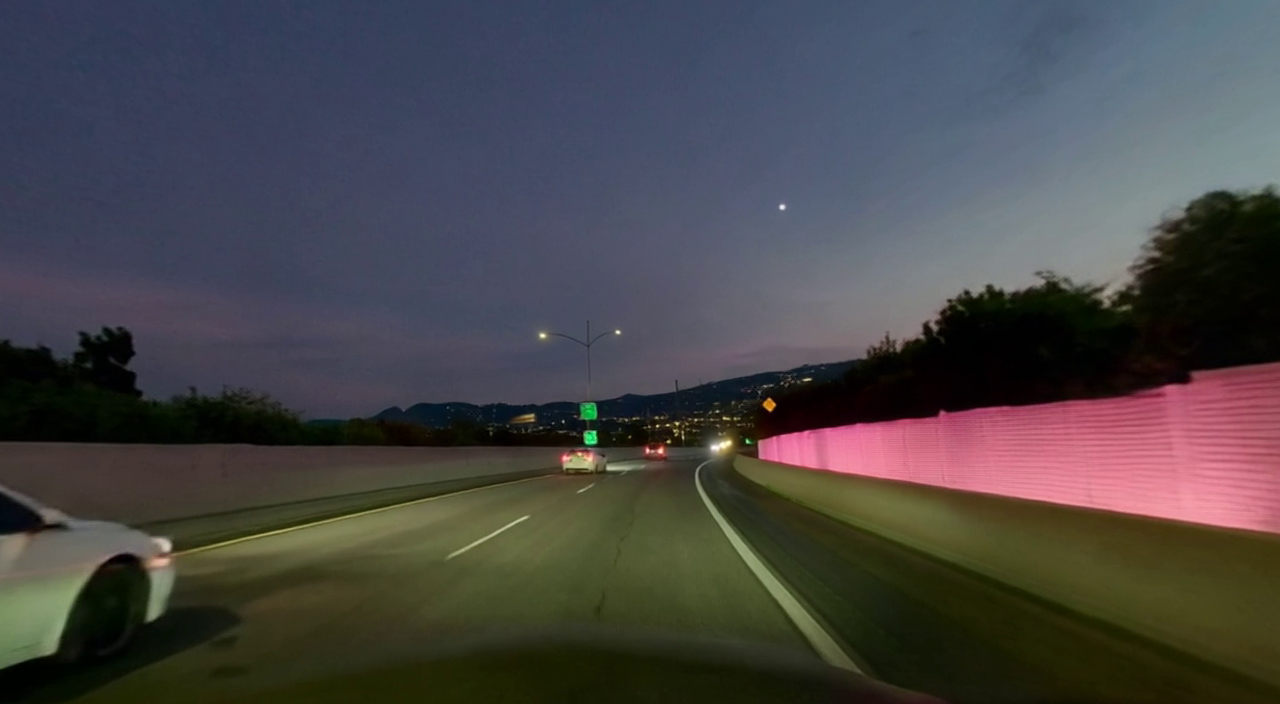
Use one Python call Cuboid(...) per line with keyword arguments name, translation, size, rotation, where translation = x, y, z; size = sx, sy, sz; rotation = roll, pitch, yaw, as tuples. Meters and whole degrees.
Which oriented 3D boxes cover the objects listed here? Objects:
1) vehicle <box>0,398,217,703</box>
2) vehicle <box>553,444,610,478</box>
Cuboid(name="vehicle", translation=(-3.779, 0.846, 2.135), size=(1.884, 1.469, 3.959), rotation=(0, -9, 1))
Cuboid(name="vehicle", translation=(-2.567, 4.918, 28.617), size=(1.746, 1.405, 4.339), rotation=(-1, -9, 6))
